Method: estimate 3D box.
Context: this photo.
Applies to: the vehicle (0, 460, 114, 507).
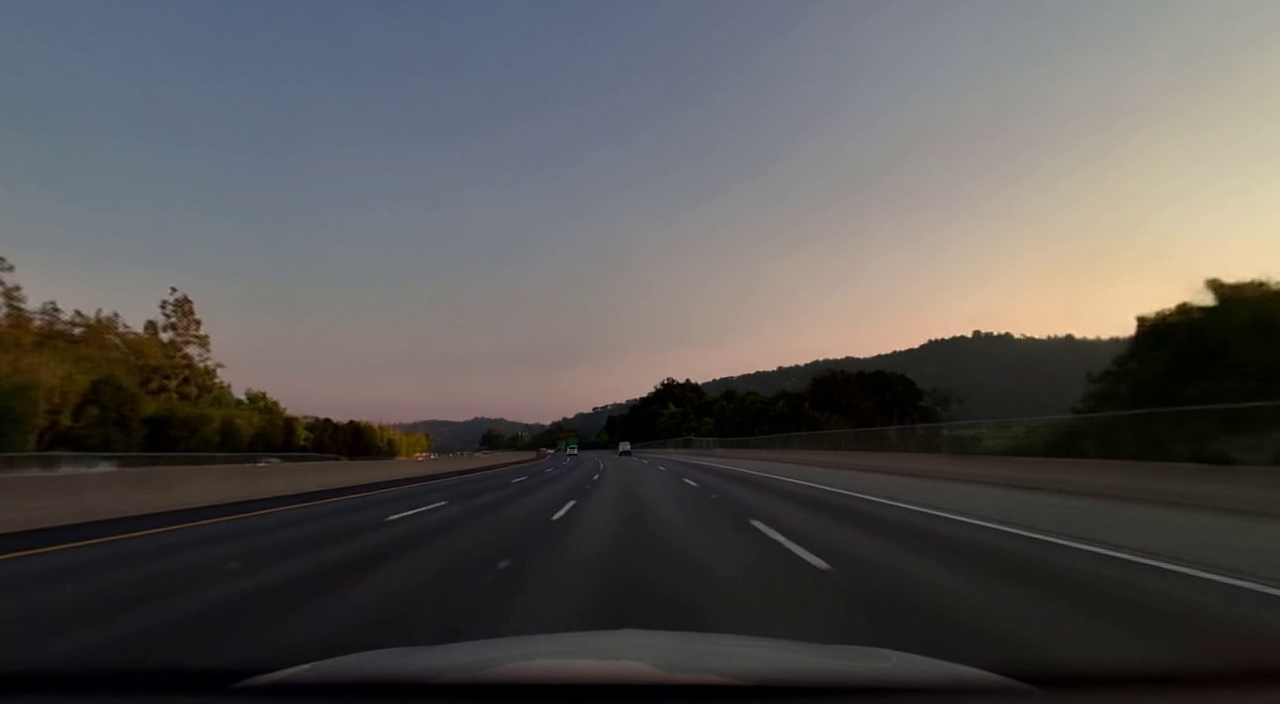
[{"bbox_3d":[-25.756,5.538,27.060,2.069,1.584,5.069,3,-8,-1],"label":"vehicle"}]
